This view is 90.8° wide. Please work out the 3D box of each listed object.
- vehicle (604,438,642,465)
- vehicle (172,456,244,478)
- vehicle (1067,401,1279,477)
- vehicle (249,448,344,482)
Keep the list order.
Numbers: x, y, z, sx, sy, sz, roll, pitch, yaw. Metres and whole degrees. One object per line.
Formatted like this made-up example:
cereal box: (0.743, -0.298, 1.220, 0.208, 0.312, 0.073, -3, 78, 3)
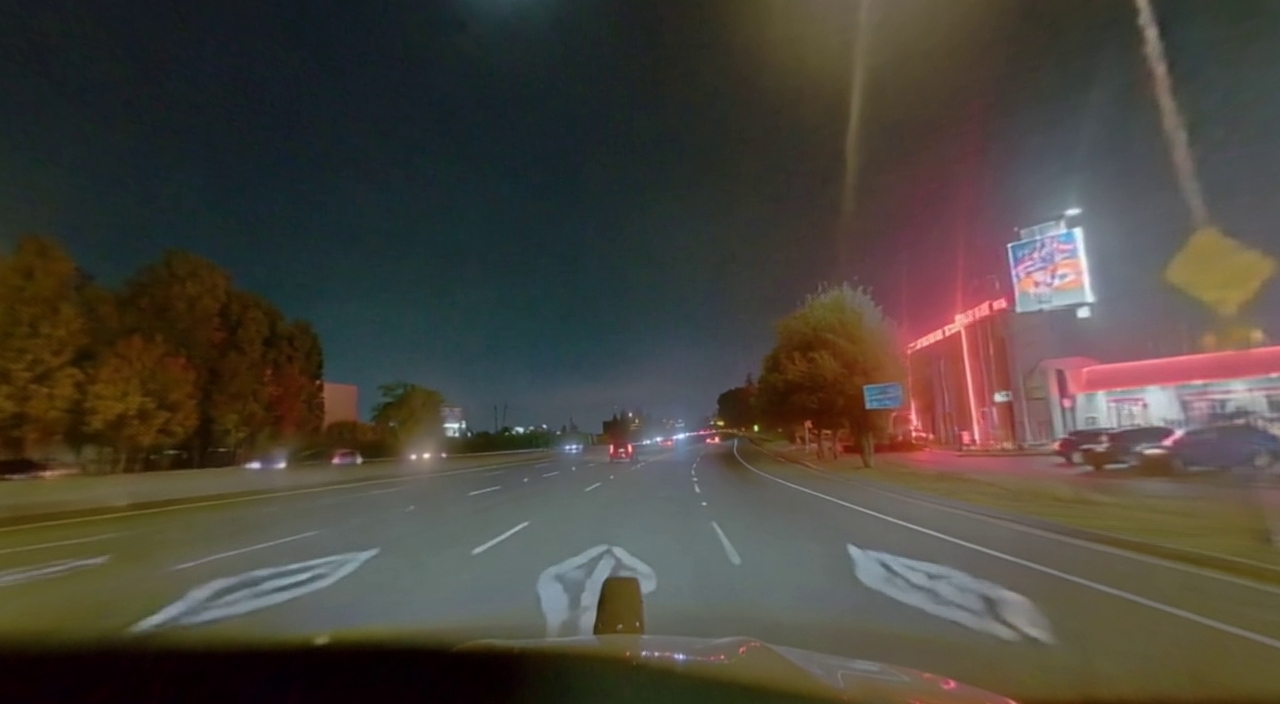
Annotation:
vehicle: (-1.129, 7.048, 44.813, 2.139, 1.782, 4.079, -1, -9, 6)
vehicle: (-30.325, 8.068, 44.540, 1.809, 1.451, 4.370, -1, -9, 4)
vehicle: (17.619, 2.869, 20.488, 5.837, 2.109, 2.476, -7, -11, 28)
vehicle: (-17.371, 5.702, 32.245, 1.987, 1.603, 4.577, -1, -9, 4)
